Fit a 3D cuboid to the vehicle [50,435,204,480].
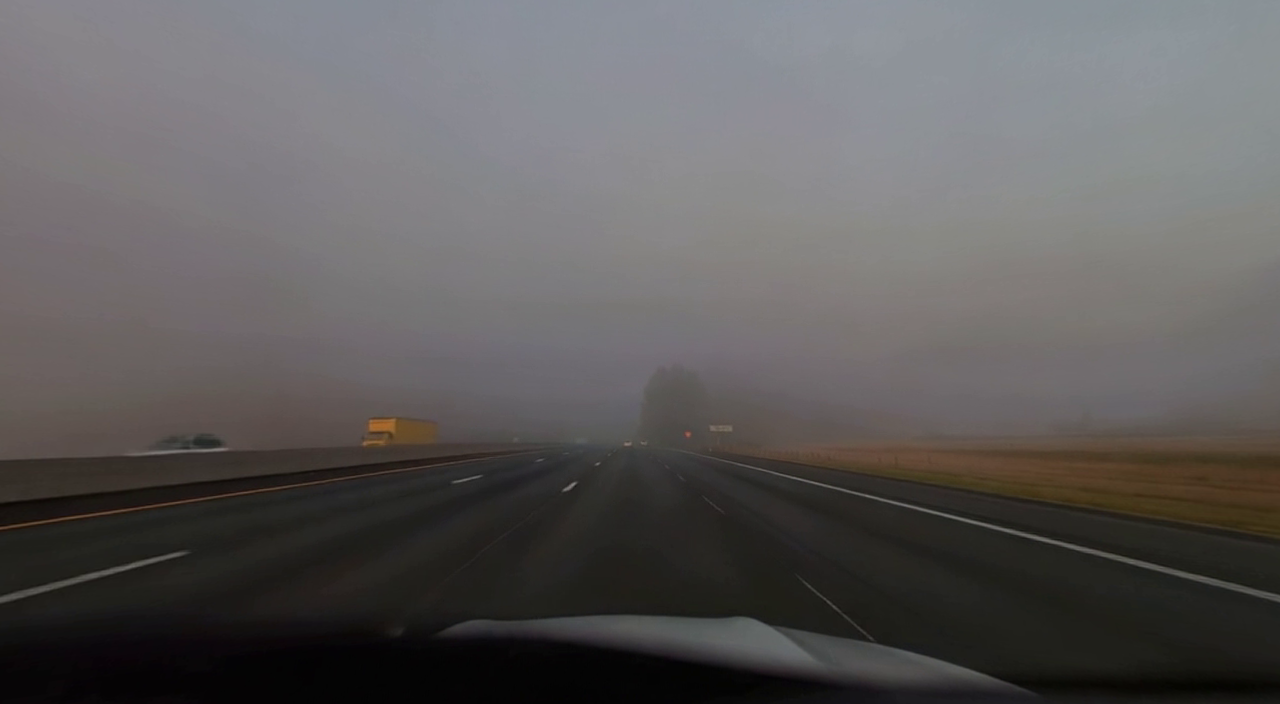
[{"bbox_3d":[-19.499,3.992,24.256,2.031,1.517,4.707,0,-8,-1],"label":"vehicle"}]
